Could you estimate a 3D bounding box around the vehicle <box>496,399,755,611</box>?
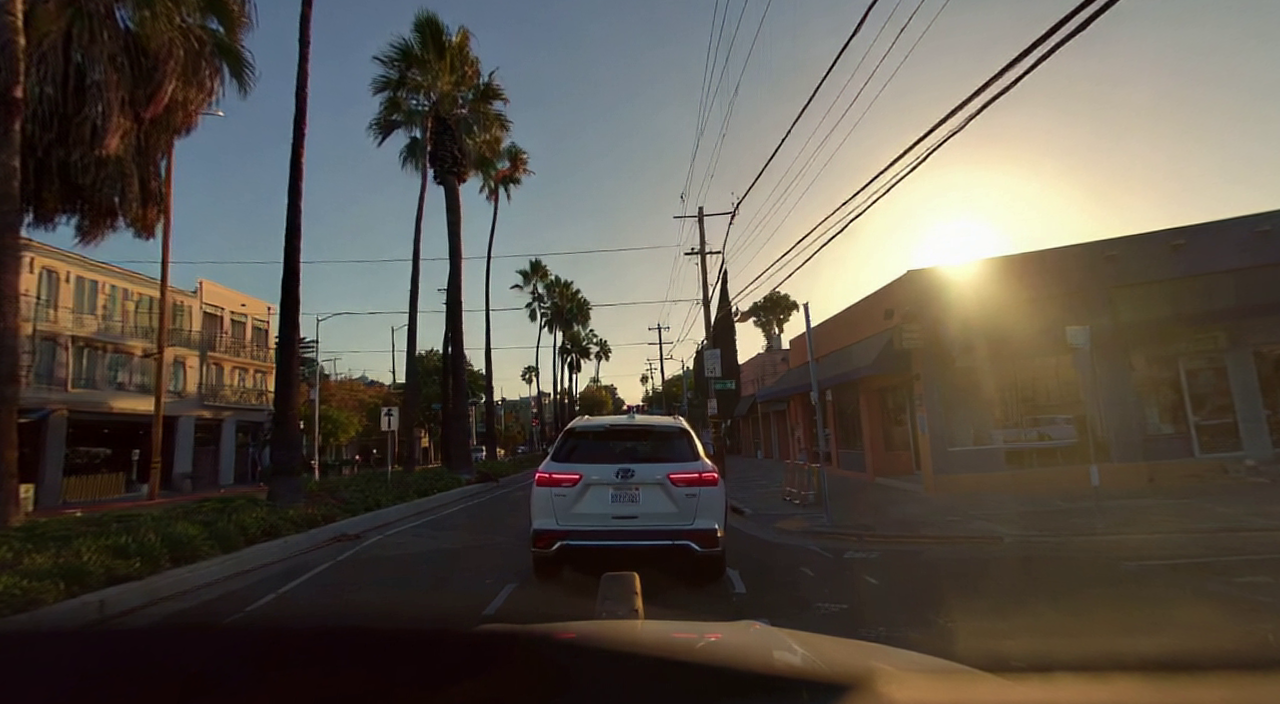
[{"bbox_3d":[-0.201,1.517,7.107,2.105,1.702,3.750,0,-8,-3],"label":"vehicle"}]
